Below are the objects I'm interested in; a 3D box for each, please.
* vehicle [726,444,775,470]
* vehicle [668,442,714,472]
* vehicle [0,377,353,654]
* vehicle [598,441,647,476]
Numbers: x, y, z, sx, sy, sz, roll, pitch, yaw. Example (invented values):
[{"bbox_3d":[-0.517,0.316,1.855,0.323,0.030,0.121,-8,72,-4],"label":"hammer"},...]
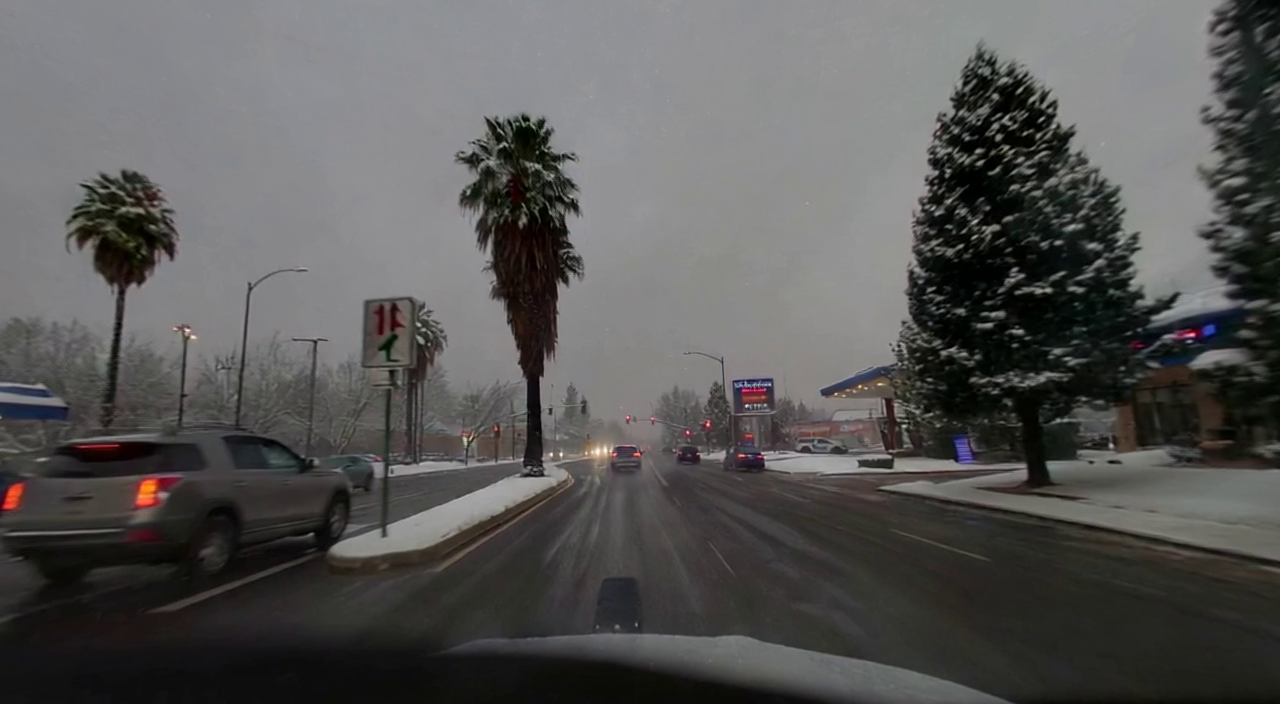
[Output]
[{"bbox_3d":[6.614,6.359,38.473,1.922,1.461,4.868,0,-9,-2],"label":"vehicle"},{"bbox_3d":[2.727,5.708,34.594,2.060,1.471,4.168,0,-9,-1],"label":"vehicle"},{"bbox_3d":[-5.274,1.488,6.829,2.158,1.820,5.284,-1,-8,-3],"label":"vehicle"},{"bbox_3d":[-0.810,4.947,29.662,2.160,1.508,4.319,0,-9,-1],"label":"vehicle"}]
